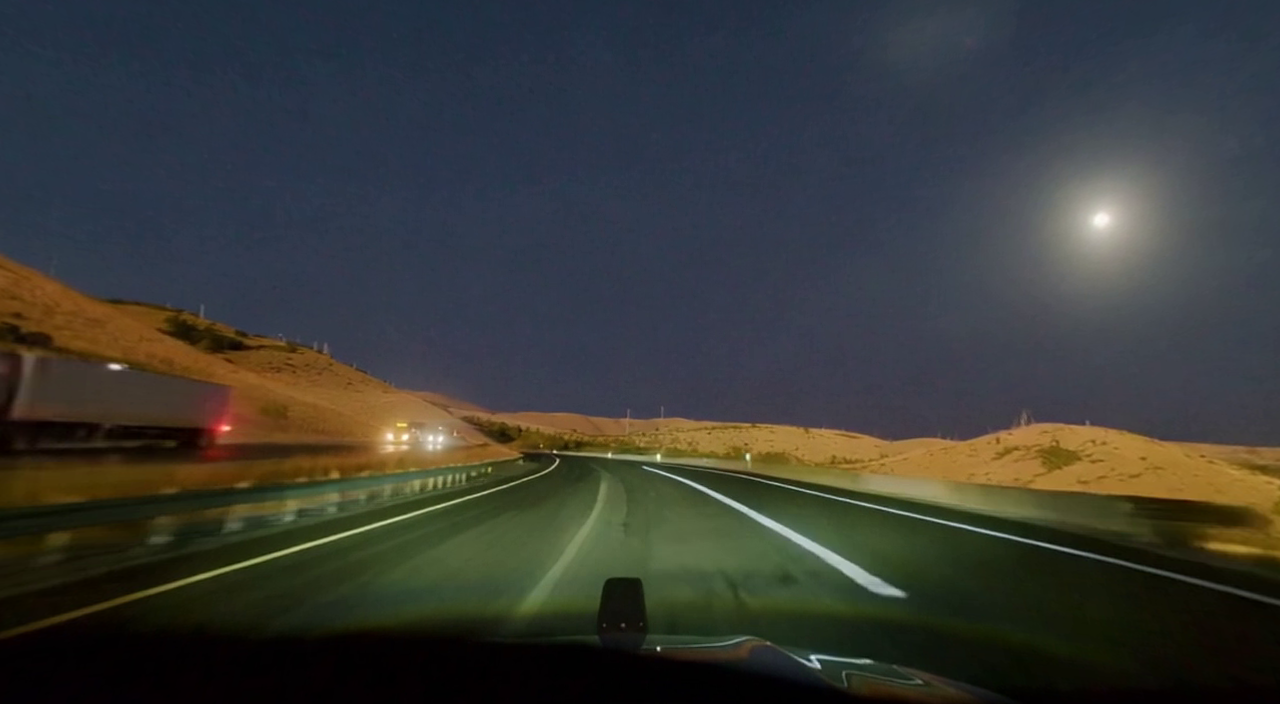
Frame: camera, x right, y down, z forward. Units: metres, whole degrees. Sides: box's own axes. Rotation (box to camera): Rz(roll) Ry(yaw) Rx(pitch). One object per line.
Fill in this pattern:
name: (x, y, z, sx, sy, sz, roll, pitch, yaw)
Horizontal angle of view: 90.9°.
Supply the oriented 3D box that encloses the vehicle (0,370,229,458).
vehicle: (-27.912, 3.678, 33.348, 2.819, 3.536, 15.839, 1, -9, -4)
